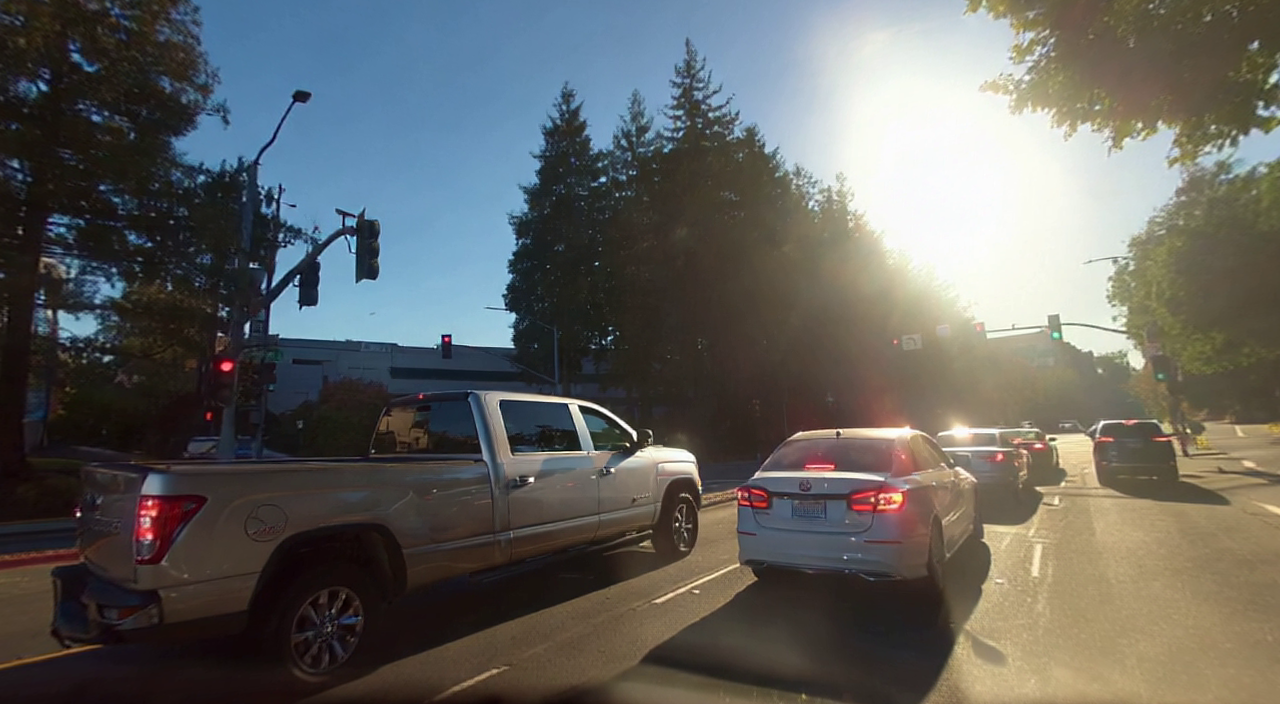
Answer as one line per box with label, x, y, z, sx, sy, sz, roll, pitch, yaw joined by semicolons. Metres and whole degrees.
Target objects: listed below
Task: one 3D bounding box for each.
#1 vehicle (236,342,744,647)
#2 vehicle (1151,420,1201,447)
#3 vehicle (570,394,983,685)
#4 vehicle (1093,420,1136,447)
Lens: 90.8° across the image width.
vehicle;-0.869;1.401;7.471;2.272;2.016;6.146;-4;-10;27
vehicle;35.764;5.488;42.193;2.183;1.714;4.491;-6;-11;37
vehicle;1.715;1.379;5.987;2.027;1.549;4.801;-6;-10;35
vehicle;32.793;5.678;43.726;2.160;1.790;4.303;-6;-10;35
